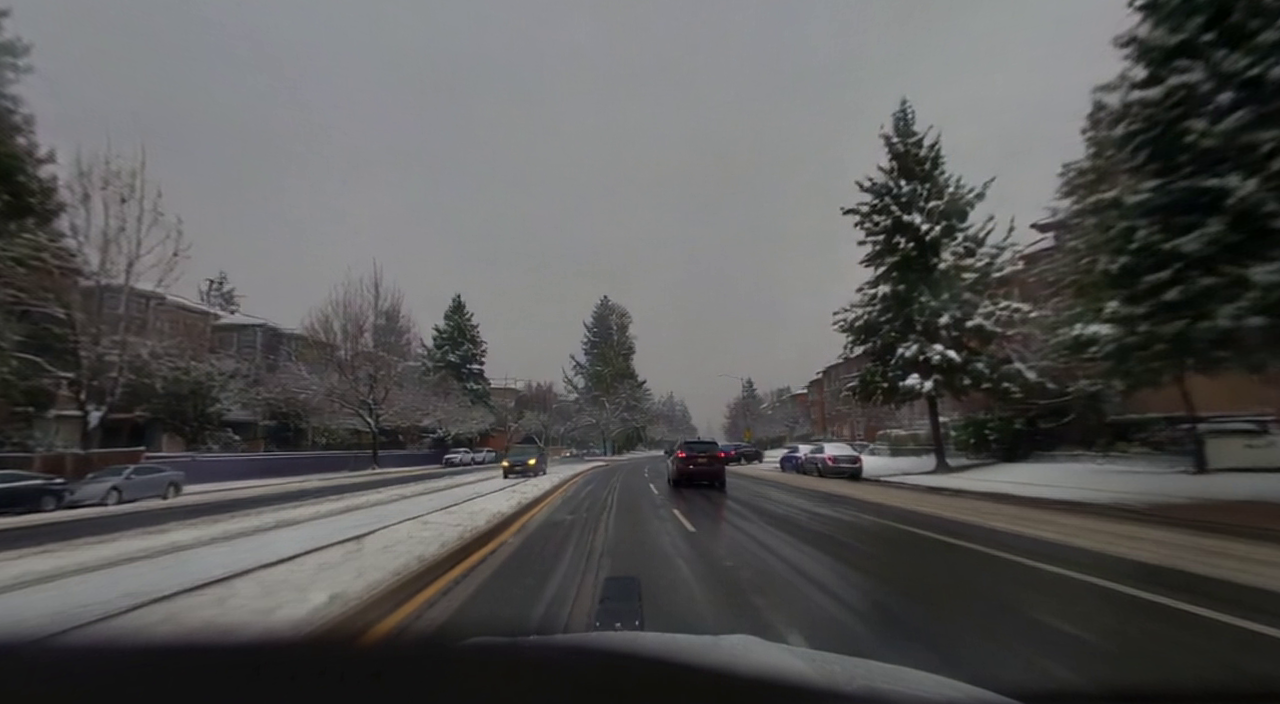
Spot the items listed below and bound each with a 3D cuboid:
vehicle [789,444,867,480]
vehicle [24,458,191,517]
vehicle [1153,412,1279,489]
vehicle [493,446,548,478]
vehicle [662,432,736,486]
[{"bbox_3d":[8.493,4.993,29.041,1.996,1.474,4.771,0,-8,-2],"label":"vehicle"},{"bbox_3d":[-18.316,4.627,22.078,1.937,1.612,4.515,-1,-7,-1],"label":"vehicle"},{"bbox_3d":[16.251,2.415,15.628,5.007,1.793,2.031,-2,-9,12],"label":"vehicle"},{"bbox_3d":[-5.886,5.448,31.624,1.958,1.501,4.294,0,-8,-1],"label":"vehicle"},{"bbox_3d":[2.006,3.824,22.898,2.085,1.763,4.490,0,-8,-2],"label":"vehicle"}]
